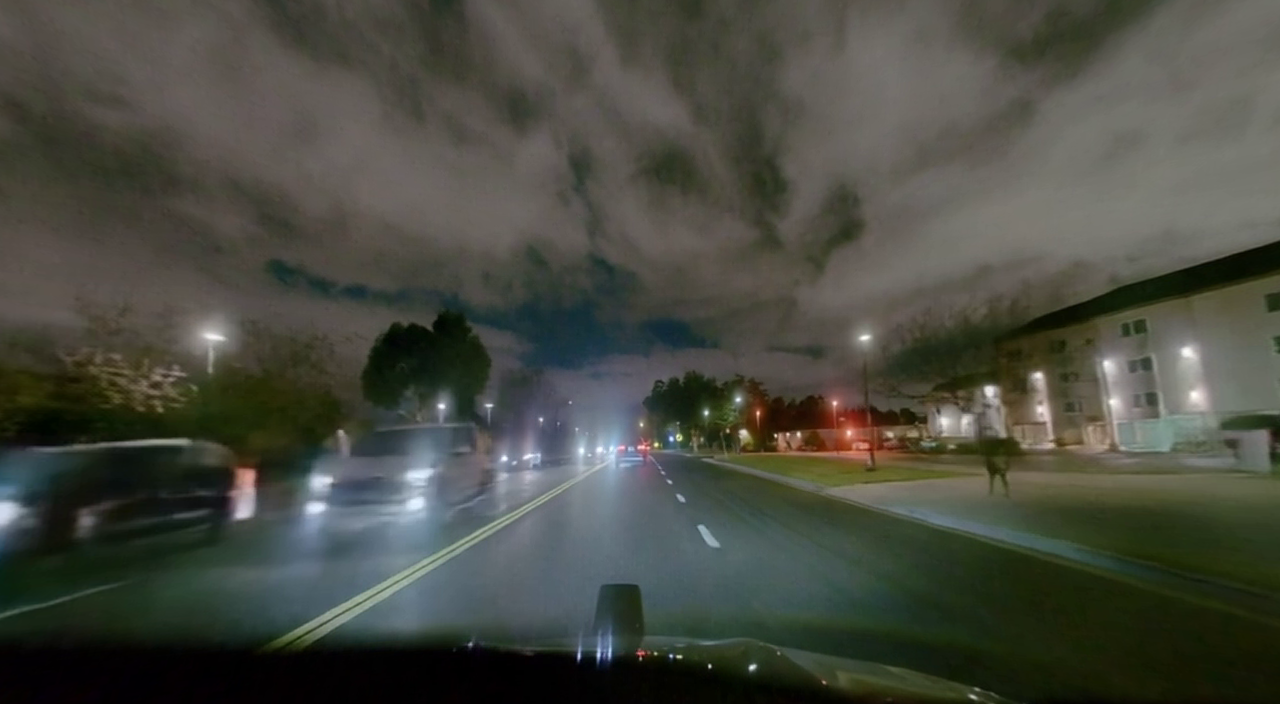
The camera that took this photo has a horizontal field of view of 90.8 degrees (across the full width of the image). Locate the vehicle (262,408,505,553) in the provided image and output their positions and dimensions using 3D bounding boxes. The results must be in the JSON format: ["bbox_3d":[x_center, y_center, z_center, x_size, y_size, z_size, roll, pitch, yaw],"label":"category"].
[{"bbox_3d":[-3.702,1.951,10.239,1.991,1.794,4.572,0,-9,0],"label":"vehicle"}]

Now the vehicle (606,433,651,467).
[{"bbox_3d":[-0.615,5.997,38.837,2.554,1.902,5.329,0,-9,1],"label":"vehicle"}]

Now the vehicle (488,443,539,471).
[{"bbox_3d":[-7.954,6.632,40.160,2.211,1.608,4.942,0,-9,1],"label":"vehicle"}]

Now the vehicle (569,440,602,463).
[{"bbox_3d":[-4.213,7.757,49.278,2.115,1.638,4.098,0,-9,1],"label":"vehicle"}]

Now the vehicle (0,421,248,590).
[{"bbox_3d":[-7.702,1.972,8.665,1.978,1.744,4.301,-3,-9,-1],"label":"vehicle"}]
